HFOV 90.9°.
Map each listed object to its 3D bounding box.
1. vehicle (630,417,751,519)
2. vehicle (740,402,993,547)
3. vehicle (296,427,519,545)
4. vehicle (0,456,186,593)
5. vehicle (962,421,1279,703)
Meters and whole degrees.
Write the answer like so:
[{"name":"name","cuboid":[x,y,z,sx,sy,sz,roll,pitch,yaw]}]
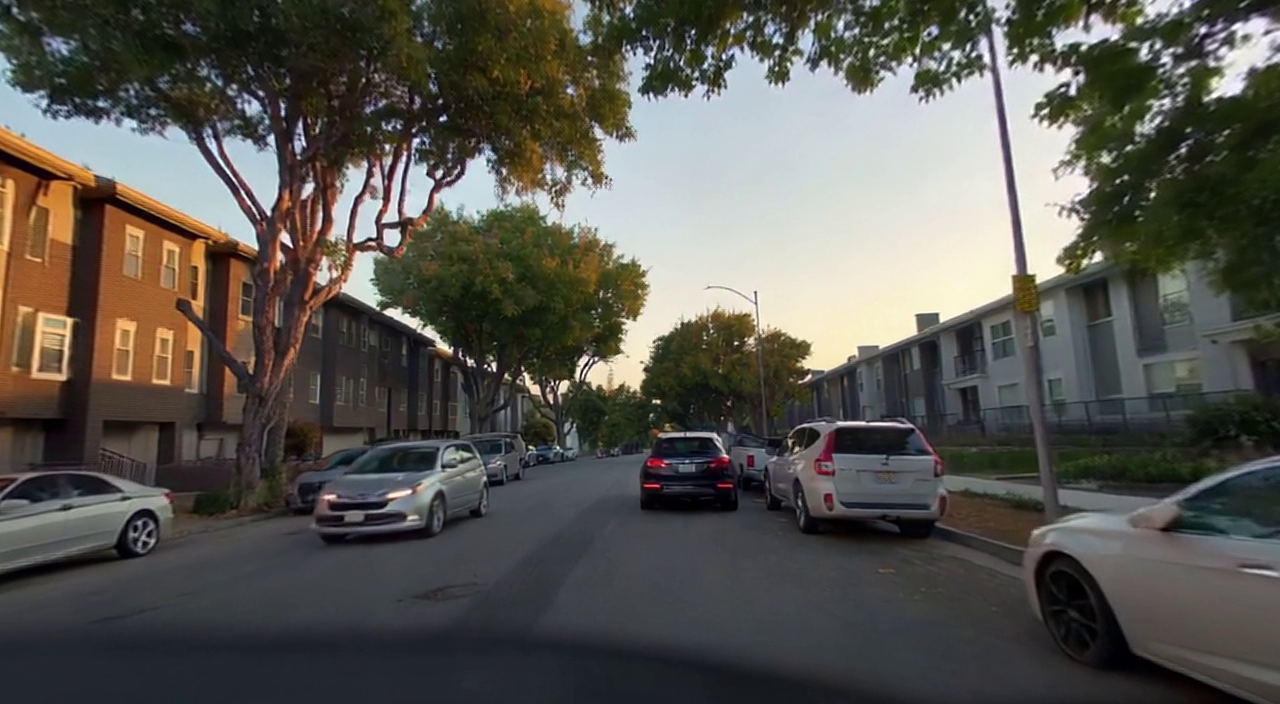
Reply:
[{"name":"vehicle","cuboid":[0.862,2.371,13.441,2.055,1.717,5.172,0,-8,0]},{"name":"vehicle","cuboid":[3.262,1.917,10.557,2.082,1.799,5.207,0,-8,-3]},{"name":"vehicle","cuboid":[-3.816,2.255,11.256,2.018,1.691,3.995,-2,-9,8]},{"name":"vehicle","cuboid":[-7.984,2.122,7.723,1.859,1.432,4.315,-5,-8,-3]},{"name":"vehicle","cuboid":[3.450,0.991,2.588,1.881,1.403,4.214,0,-8,-2]}]
